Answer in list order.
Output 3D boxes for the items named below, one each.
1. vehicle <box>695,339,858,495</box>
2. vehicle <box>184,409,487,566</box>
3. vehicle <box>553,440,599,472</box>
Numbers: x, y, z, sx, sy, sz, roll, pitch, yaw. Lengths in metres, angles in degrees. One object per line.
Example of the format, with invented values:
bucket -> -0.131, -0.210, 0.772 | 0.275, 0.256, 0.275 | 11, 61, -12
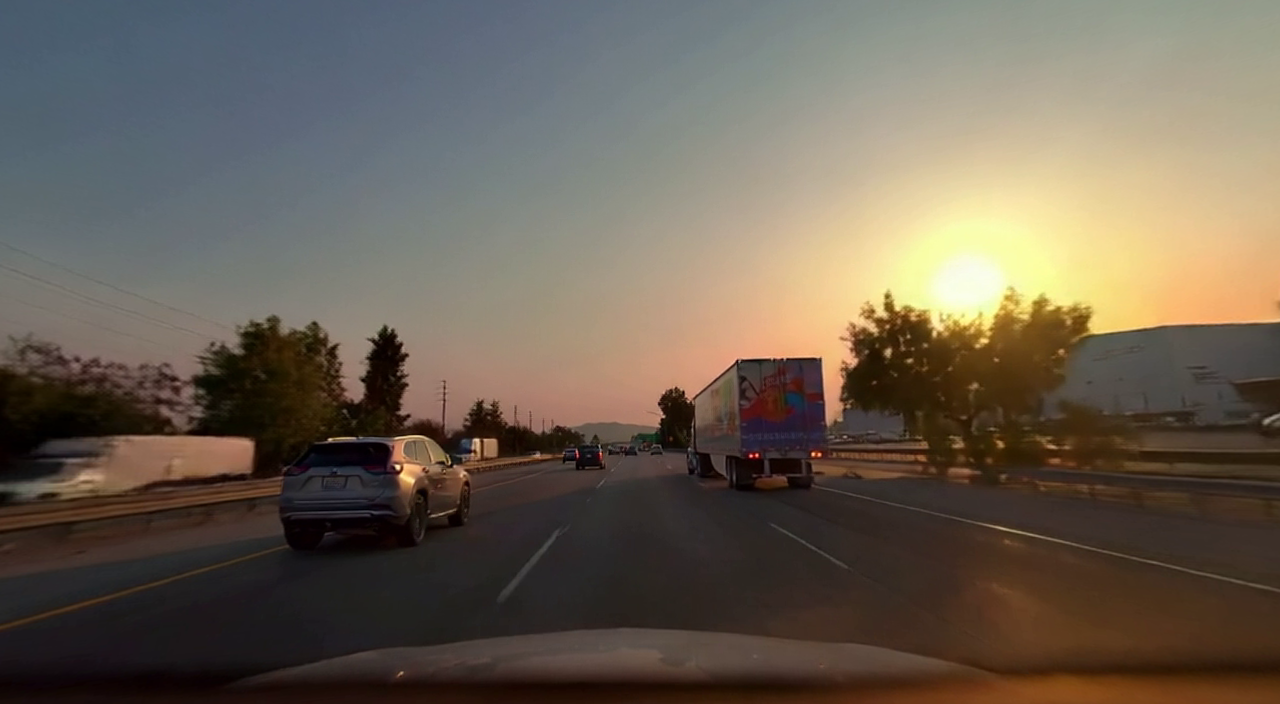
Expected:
vehicle -> 4.277, 2.787, 23.983 | 2.998, 4.236, 13.886 | 0, -9, 0
vehicle -> -4.019, 1.890, 9.493 | 2.202, 1.760, 4.617 | 0, -9, 1
vehicle -> -3.603, 5.990, 36.262 | 2.139, 1.716, 4.530 | 0, -9, 0
